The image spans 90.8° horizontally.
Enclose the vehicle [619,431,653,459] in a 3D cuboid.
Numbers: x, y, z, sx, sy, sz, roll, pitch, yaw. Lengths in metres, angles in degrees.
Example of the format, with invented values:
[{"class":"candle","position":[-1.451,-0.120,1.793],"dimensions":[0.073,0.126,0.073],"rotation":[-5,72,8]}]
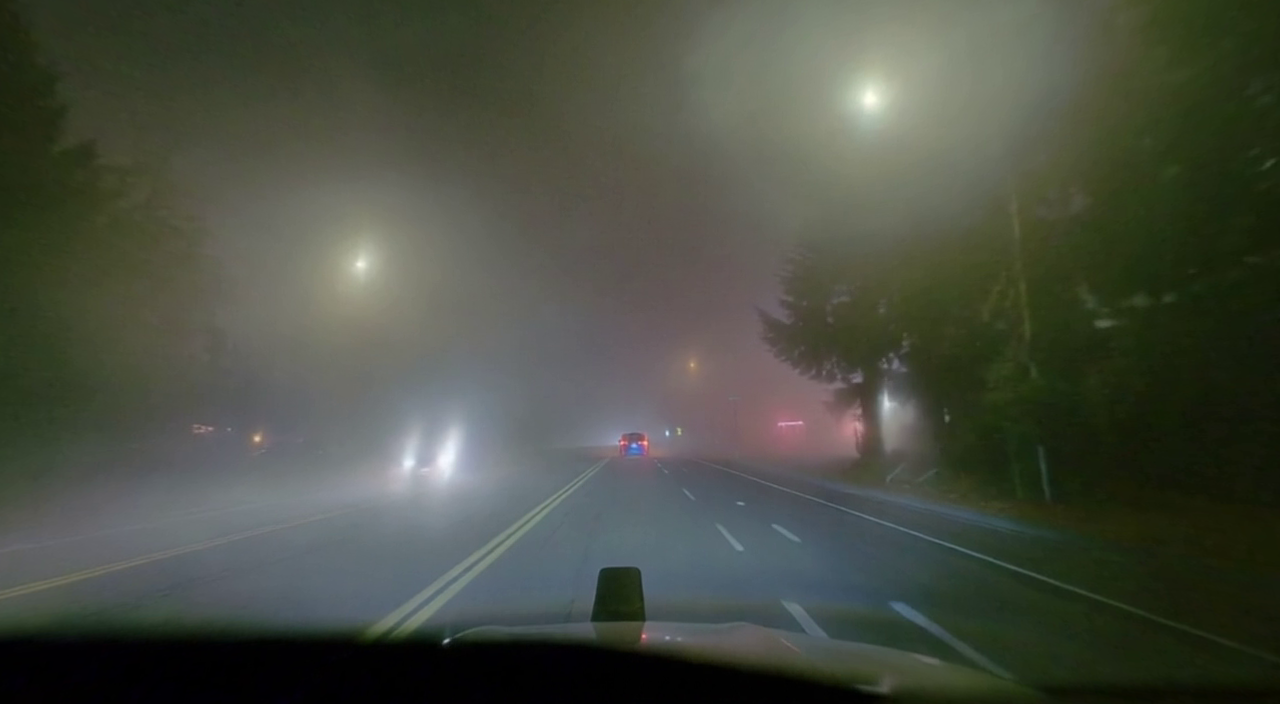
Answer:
[{"class":"vehicle","position":[-0.294,6.405,43.741],"dimensions":[2.230,1.827,4.298],"rotation":[0,-8,0]}]

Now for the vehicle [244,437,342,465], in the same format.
[{"class":"vehicle","position":[-21.146,6.017,38.626],"dimensions":[4.773,1.625,1.933],"rotation":[0,-8,-2]}]

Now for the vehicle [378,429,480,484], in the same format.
[{"class":"vehicle","position":[-7.161,3.575,21.971],"dimensions":[2.065,1.719,4.265],"rotation":[0,-8,0]}]
